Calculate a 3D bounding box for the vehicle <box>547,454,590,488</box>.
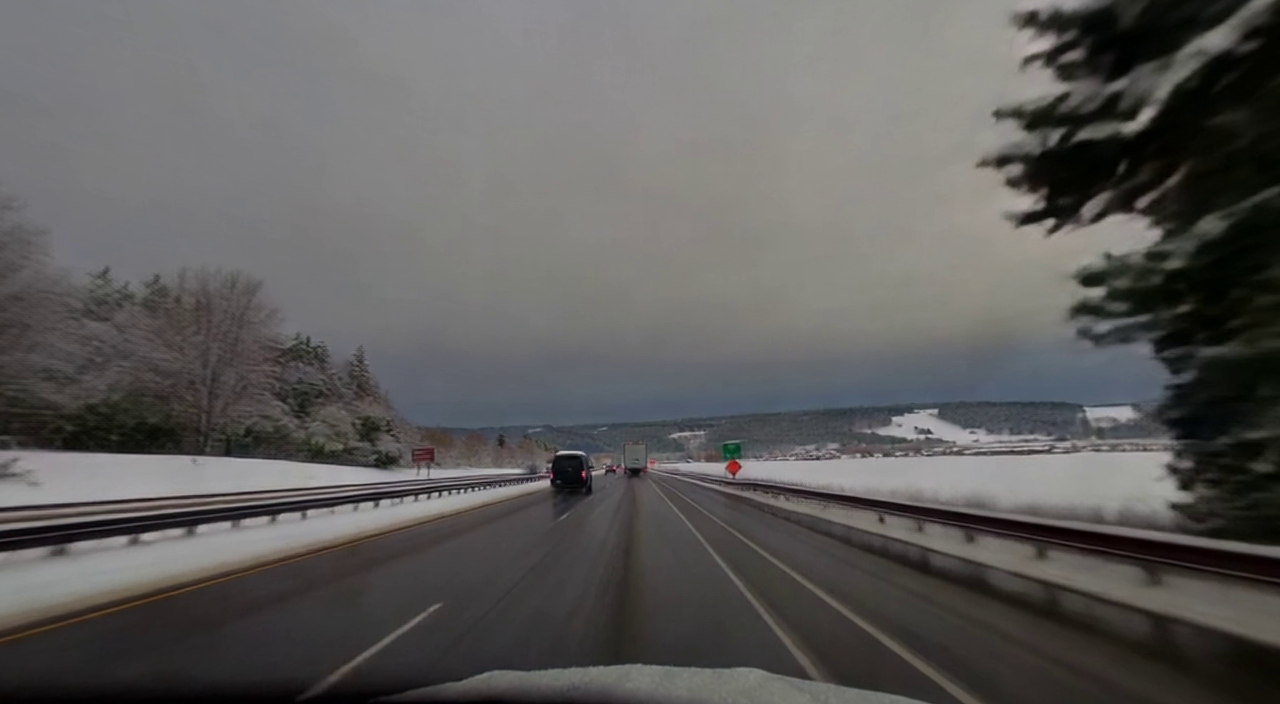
[{"bbox_3d":[-4.446,7.543,40.072,2.208,1.973,4.716,1,-10,0],"label":"vehicle"}]
